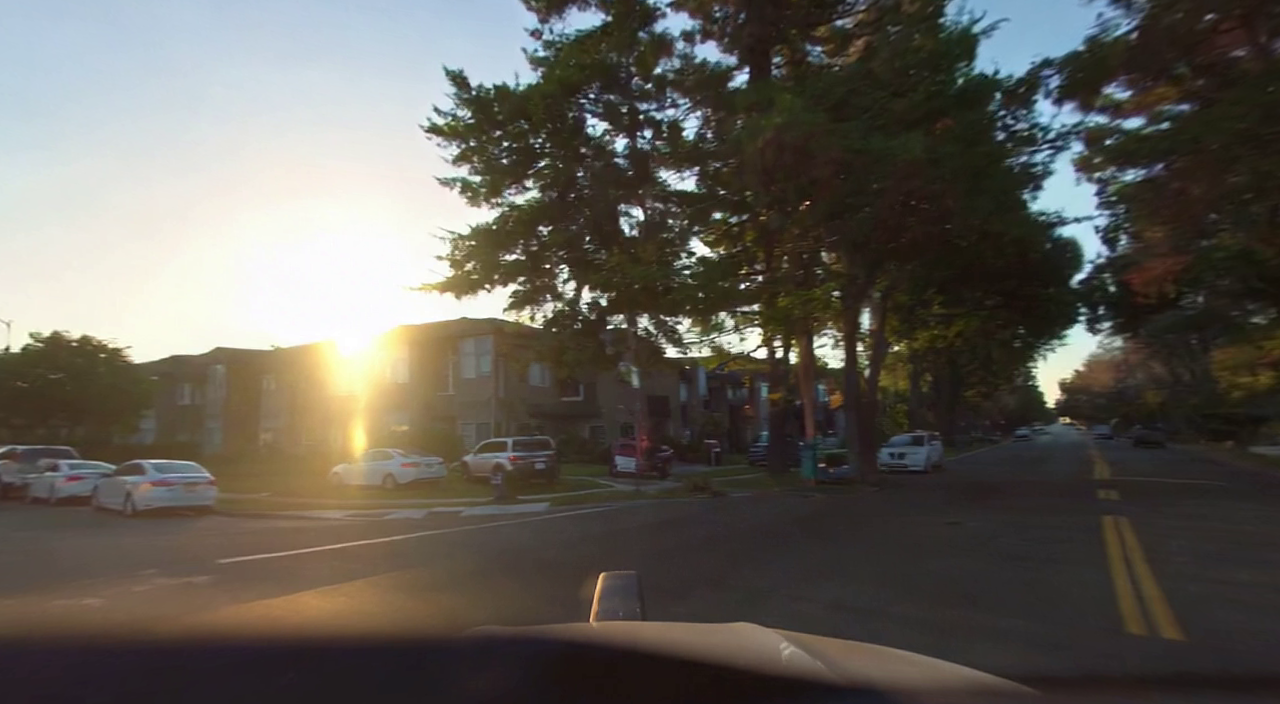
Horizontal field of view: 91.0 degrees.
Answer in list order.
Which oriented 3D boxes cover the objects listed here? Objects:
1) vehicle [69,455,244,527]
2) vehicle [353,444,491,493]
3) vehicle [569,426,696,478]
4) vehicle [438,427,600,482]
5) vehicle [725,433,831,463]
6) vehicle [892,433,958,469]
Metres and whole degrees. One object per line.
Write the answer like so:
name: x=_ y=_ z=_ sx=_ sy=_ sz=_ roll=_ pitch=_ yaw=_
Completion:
vehicle: x=-11.831 y=3.249 z=15.314 sx=4.744 sy=1.410 sz=1.977 roll=-6 pitch=-10 yaw=36
vehicle: x=-7.123 y=3.793 z=20.910 sx=2.061 sy=1.417 sz=3.821 roll=-5 pitch=-10 yaw=31
vehicle: x=-0.127 y=3.374 z=21.334 sx=1.918 sy=1.549 sz=4.413 roll=-7 pitch=-11 yaw=38
vehicle: x=-3.763 y=3.341 z=20.732 sx=2.104 sy=1.533 sz=5.312 roll=-6 pitch=-10 yaw=33
vehicle: x=7.188 y=5.041 z=33.112 sx=5.079 sy=1.480 sz=1.802 roll=-6 pitch=-10 yaw=34
vehicle: x=12.953 y=4.454 z=28.439 sx=2.009 sy=1.454 sz=4.076 roll=-6 pitch=-10 yaw=33
